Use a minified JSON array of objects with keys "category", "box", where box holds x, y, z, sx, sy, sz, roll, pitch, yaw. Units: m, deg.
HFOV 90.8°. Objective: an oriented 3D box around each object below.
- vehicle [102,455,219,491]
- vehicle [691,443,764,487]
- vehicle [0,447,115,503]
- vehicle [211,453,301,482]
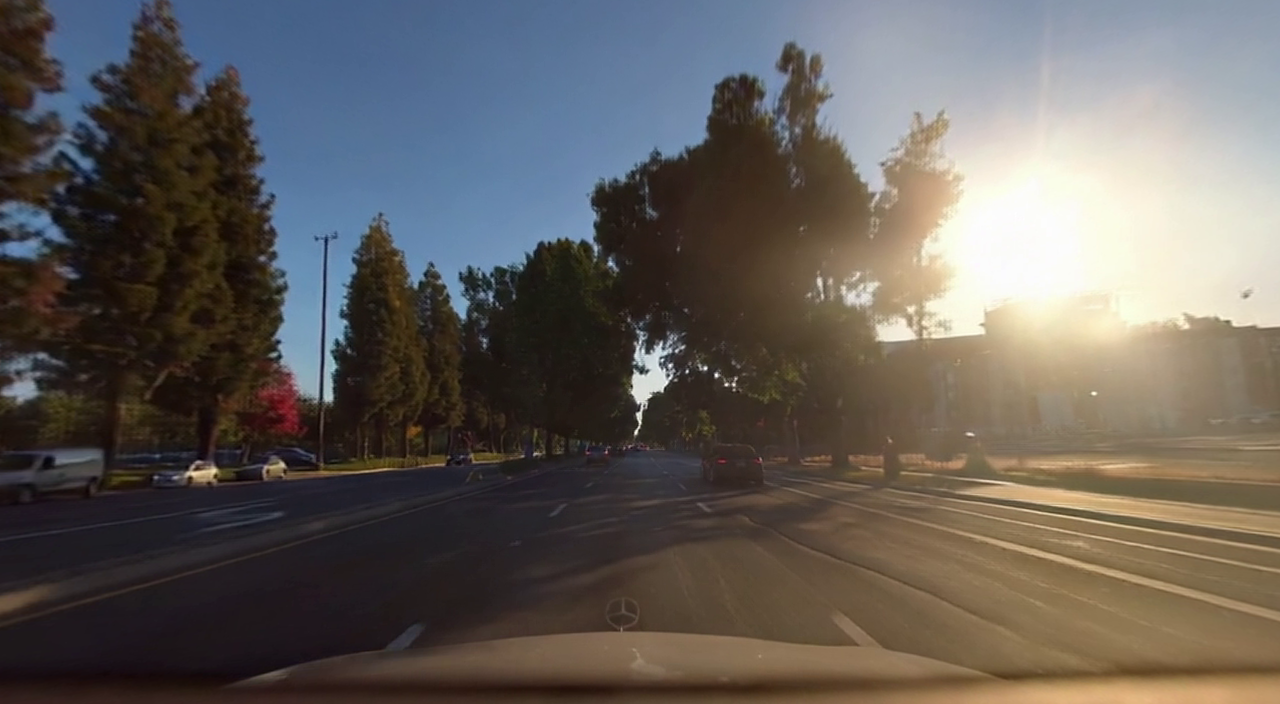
[{"category":"vehicle","box":[-22.388,5.637,29.788,1.865,1.507,4.631,-1,-9,0]},{"category":"vehicle","box":[3.099,4.111,23.270,1.966,1.449,4.290,0,-9,-1]},{"category":"vehicle","box":[-22.347,4.418,23.141,2.139,1.833,4.686,0,-9,0]},{"category":"vehicle","box":[-22.395,6.724,37.099,2.098,1.510,5.072,-1,-9,0]}]
